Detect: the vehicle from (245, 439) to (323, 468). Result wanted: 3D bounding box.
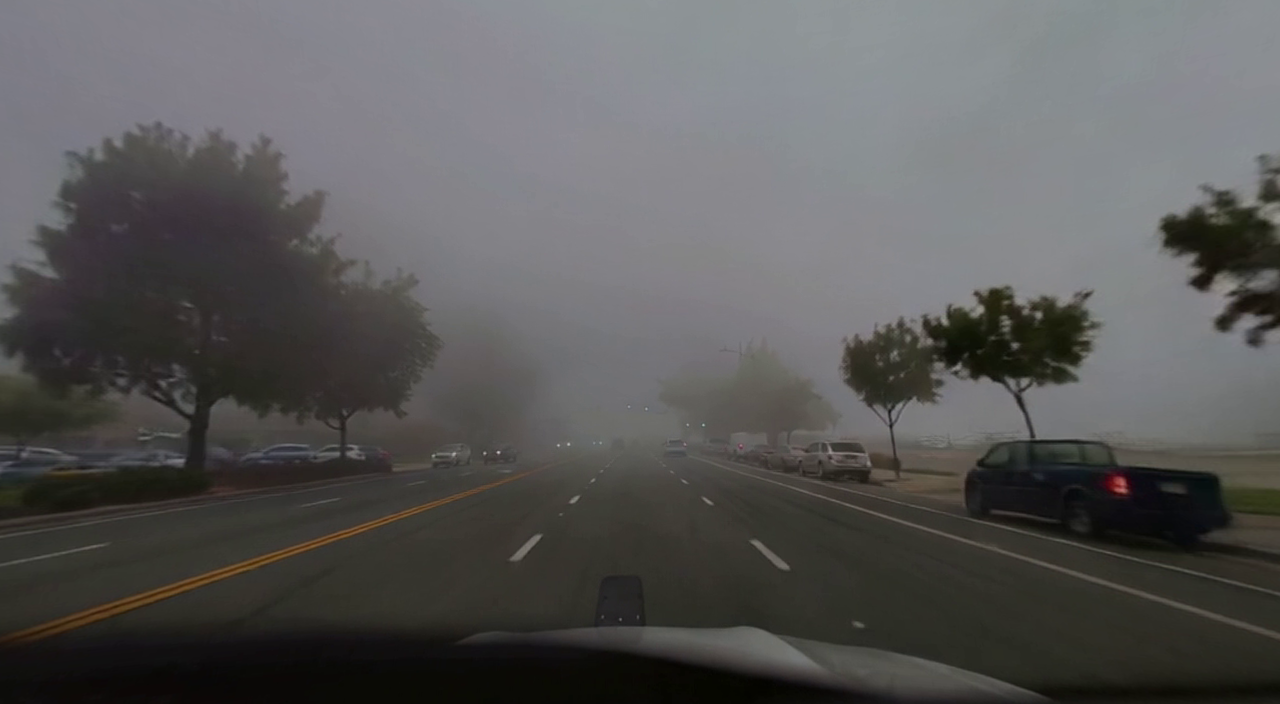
[{"bbox_3d":[-24.792,7.149,44.227,1.980,1.780,4.859,-4,-11,12],"label":"vehicle"}]

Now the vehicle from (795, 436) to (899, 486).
[{"bbox_3d":[7.372,3.936,23.163,1.951,1.601,5.147,0,-8,-2],"label":"vehicle"}]

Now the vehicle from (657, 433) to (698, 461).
[{"bbox_3d":[2.540,6.587,43.977,2.293,1.814,4.589,0,-8,-3],"label":"vehicle"}]

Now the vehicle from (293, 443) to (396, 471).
[{"bbox_3d":[-16.030,5.703,34.351,4.635,1.457,2.060,-2,-8,10],"label":"vehicle"}]

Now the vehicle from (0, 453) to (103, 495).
[{"bbox_3d":[-23.732,4.654,24.268,1.768,1.429,4.423,-2,-8,13],"label":"vehicle"}]

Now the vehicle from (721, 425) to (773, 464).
[{"bbox_3d":[7.091,6.233,42.595,2.323,2.433,5.901,0,-8,-1],"label":"vehicle"}]

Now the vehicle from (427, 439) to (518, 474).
[{"bbox_3d":[-8.457,5.193,31.670,4.700,1.567,2.165,-8,-11,42],"label":"vehicle"}]

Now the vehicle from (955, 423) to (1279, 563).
[{"bbox_3d":[7.214,2.058,10.042,1.994,1.691,4.472,0,-8,-1],"label":"vehicle"}]

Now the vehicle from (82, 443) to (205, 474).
[{"bbox_3d":[-25.346,5.417,32.485,1.893,1.477,4.621,-3,-9,15],"label":"vehicle"}]
